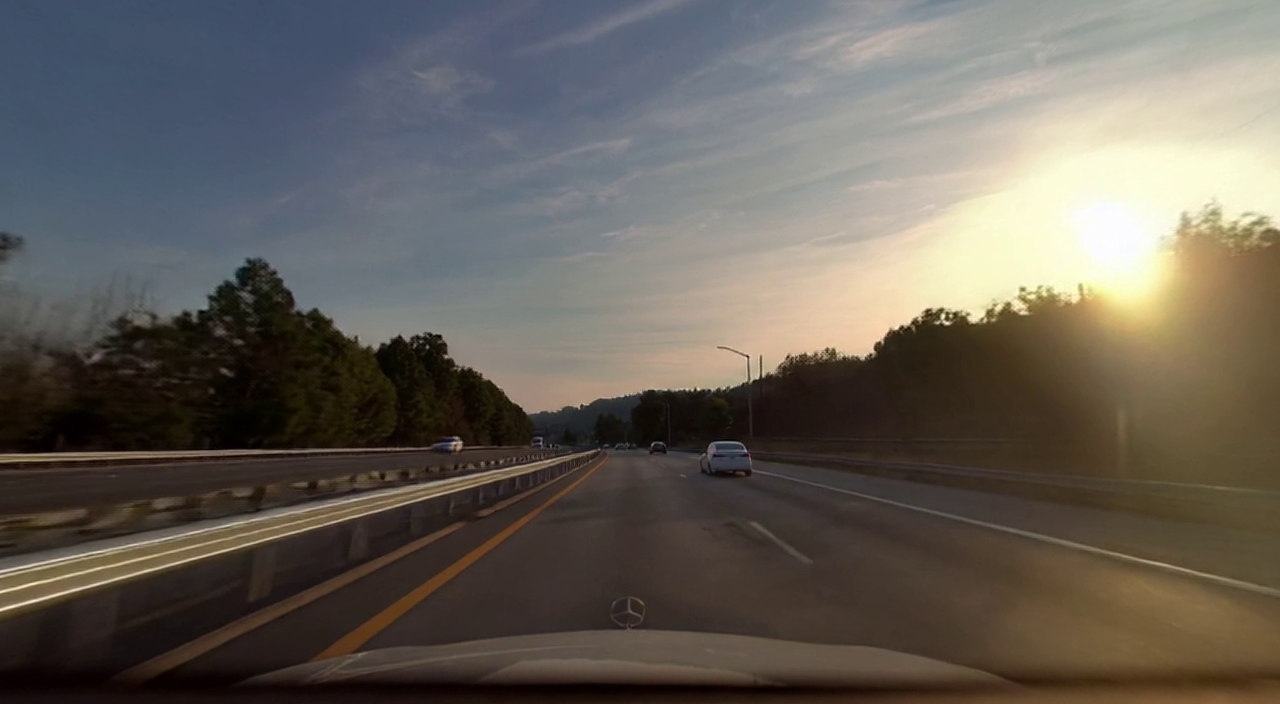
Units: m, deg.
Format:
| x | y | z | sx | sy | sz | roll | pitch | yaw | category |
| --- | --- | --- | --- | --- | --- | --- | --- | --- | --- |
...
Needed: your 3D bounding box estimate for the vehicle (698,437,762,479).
| x | y | z | sx | sy | sz | roll | pitch | yaw | category |
| --- | --- | --- | --- | --- | --- | --- | --- | --- | --- |
| 3.529 | 4.217 | 25.233 | 1.945 | 1.538 | 3.729 | 0 | -8 | -1 | vehicle |
